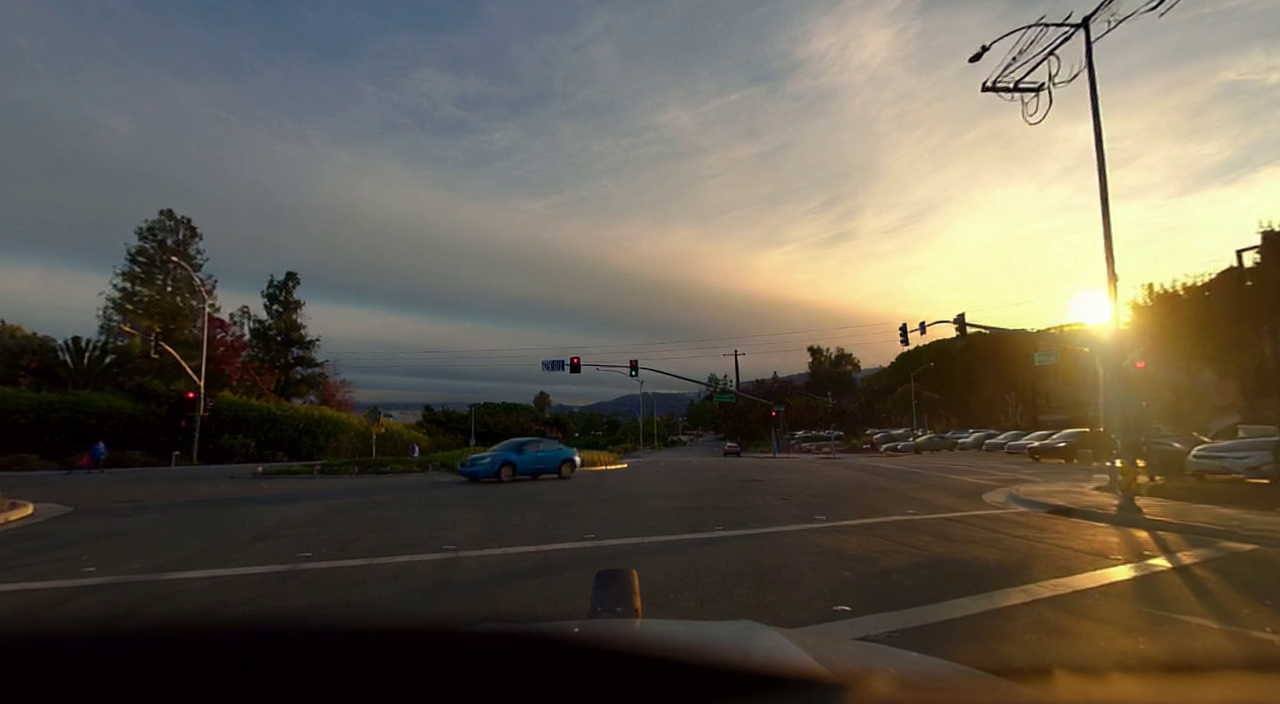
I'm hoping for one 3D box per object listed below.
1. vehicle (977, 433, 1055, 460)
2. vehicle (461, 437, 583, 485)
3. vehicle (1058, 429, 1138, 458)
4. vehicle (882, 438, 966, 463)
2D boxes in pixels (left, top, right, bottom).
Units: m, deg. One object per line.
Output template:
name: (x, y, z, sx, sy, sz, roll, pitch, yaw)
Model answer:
vehicle: (26.948, 6.754, 45.264, 5.032, 1.828, 2.183, 4, -9, -24)
vehicle: (-4.015, 3.741, 21.978, 1.740, 1.500, 3.896, -8, -11, 41)
vehicle: (36.095, 7.232, 49.737, 6.148, 2.119, 2.473, 4, -10, -28)
vehicle: (18.715, 6.457, 41.634, 5.234, 1.549, 1.982, 4, -9, -24)
